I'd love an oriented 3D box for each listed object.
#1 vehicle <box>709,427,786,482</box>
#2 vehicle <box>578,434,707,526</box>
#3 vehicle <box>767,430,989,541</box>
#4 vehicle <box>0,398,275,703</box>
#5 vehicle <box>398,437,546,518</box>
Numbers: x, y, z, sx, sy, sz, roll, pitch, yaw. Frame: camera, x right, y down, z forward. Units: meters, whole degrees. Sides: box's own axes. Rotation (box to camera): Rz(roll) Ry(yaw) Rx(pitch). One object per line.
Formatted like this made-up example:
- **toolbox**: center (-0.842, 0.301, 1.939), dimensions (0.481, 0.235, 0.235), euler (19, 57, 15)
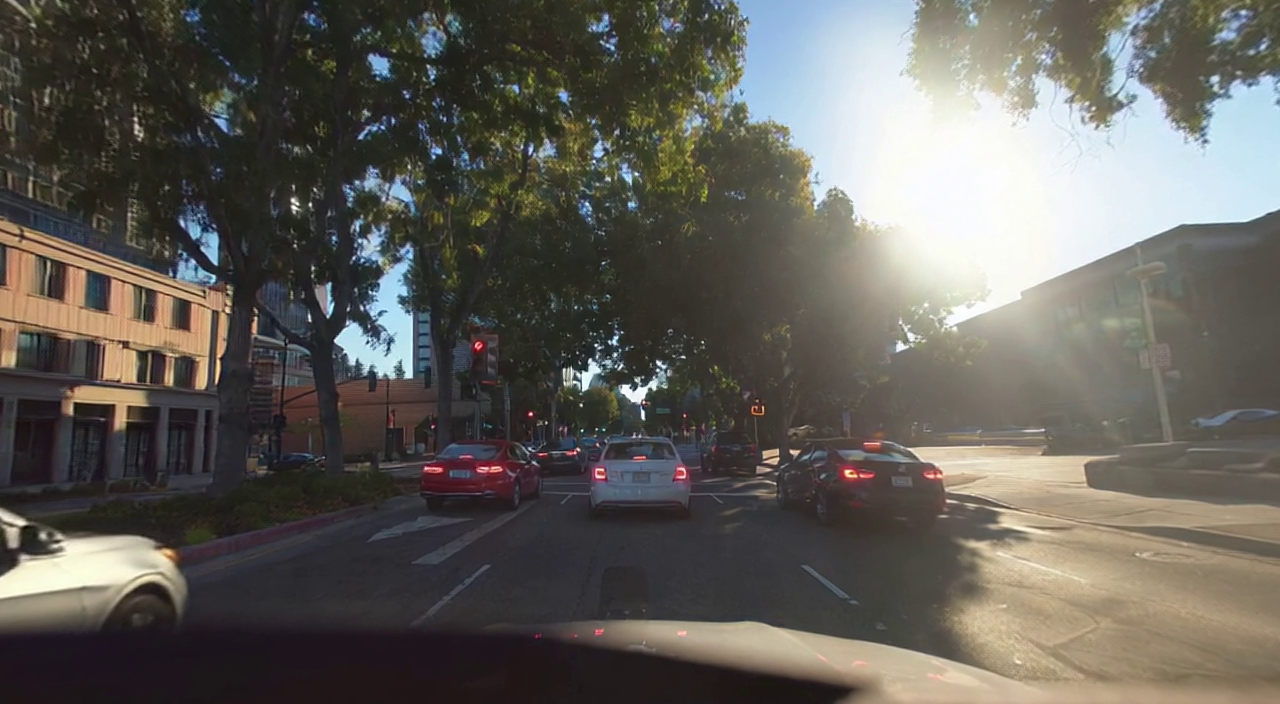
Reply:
- **vehicle**: center (4.199, 4.119, 25.591), dimensions (2.142, 1.957, 5.443), euler (0, -8, 0)
- **vehicle**: center (-0.021, 2.385, 12.324), dimensions (2.101, 1.480, 3.929), euler (0, -8, -2)
- **vehicle**: center (3.729, 2.163, 10.930), dimensions (1.990, 1.486, 4.431), euler (0, -8, -2)
- **vehicle**: center (-3.342, 0.832, 1.693), dimensions (2.038, 1.481, 4.379), euler (0, -8, 1)
- **vehicle**: center (-3.419, 2.618, 13.715), dimensions (2.002, 1.465, 4.098), euler (0, -8, 1)
